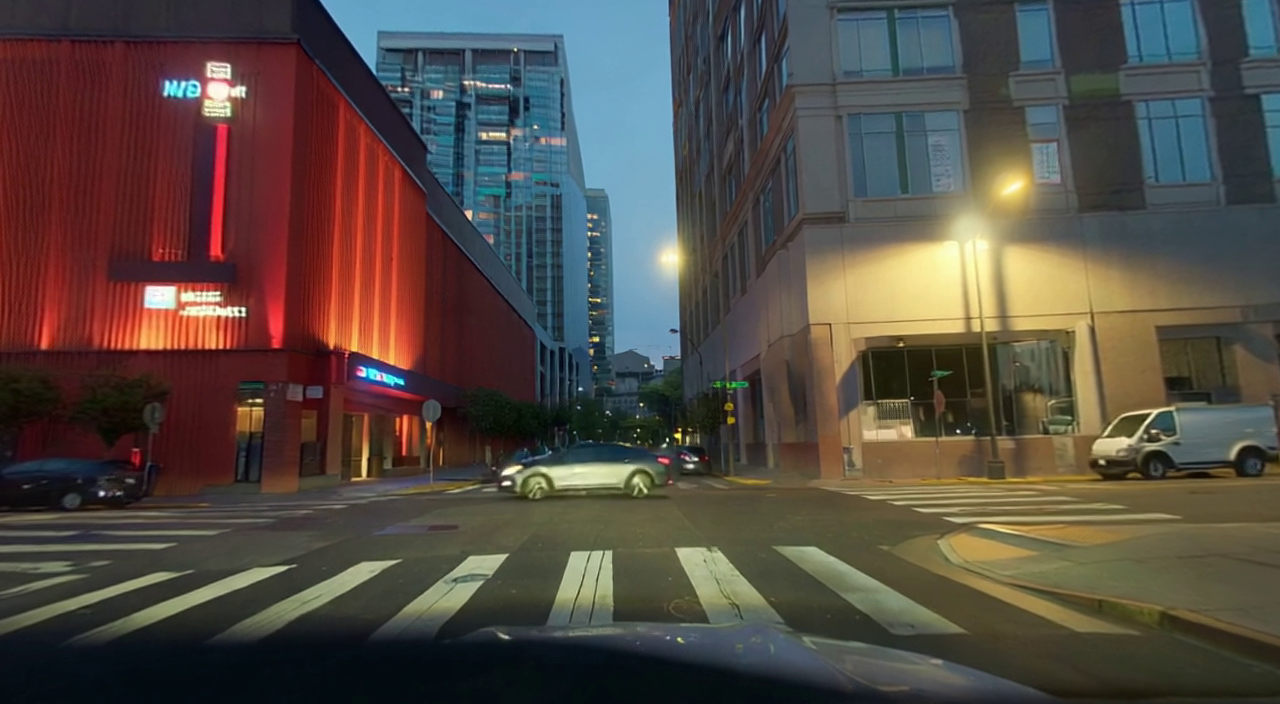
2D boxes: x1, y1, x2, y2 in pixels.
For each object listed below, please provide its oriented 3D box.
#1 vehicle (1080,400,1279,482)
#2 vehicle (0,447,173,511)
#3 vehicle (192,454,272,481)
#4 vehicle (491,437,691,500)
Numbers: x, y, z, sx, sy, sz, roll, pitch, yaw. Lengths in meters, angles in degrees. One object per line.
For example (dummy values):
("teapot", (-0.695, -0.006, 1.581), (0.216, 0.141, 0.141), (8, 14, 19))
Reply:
("vehicle", (18.541, 3.009, 21.401), (5.384, 2.586, 2.358), (0, -9, -1))
("vehicle", (-16.149, 3.485, 17.588), (4.558, 1.635, 2.008), (1, -9, -6))
("vehicle", (-24.269, 6.900, 37.685), (3.618, 1.412, 1.587), (-1, -9, -7))
("vehicle", (-1.280, 2.997, 16.519), (4.877, 1.482, 2.041), (1, -9, -7))
